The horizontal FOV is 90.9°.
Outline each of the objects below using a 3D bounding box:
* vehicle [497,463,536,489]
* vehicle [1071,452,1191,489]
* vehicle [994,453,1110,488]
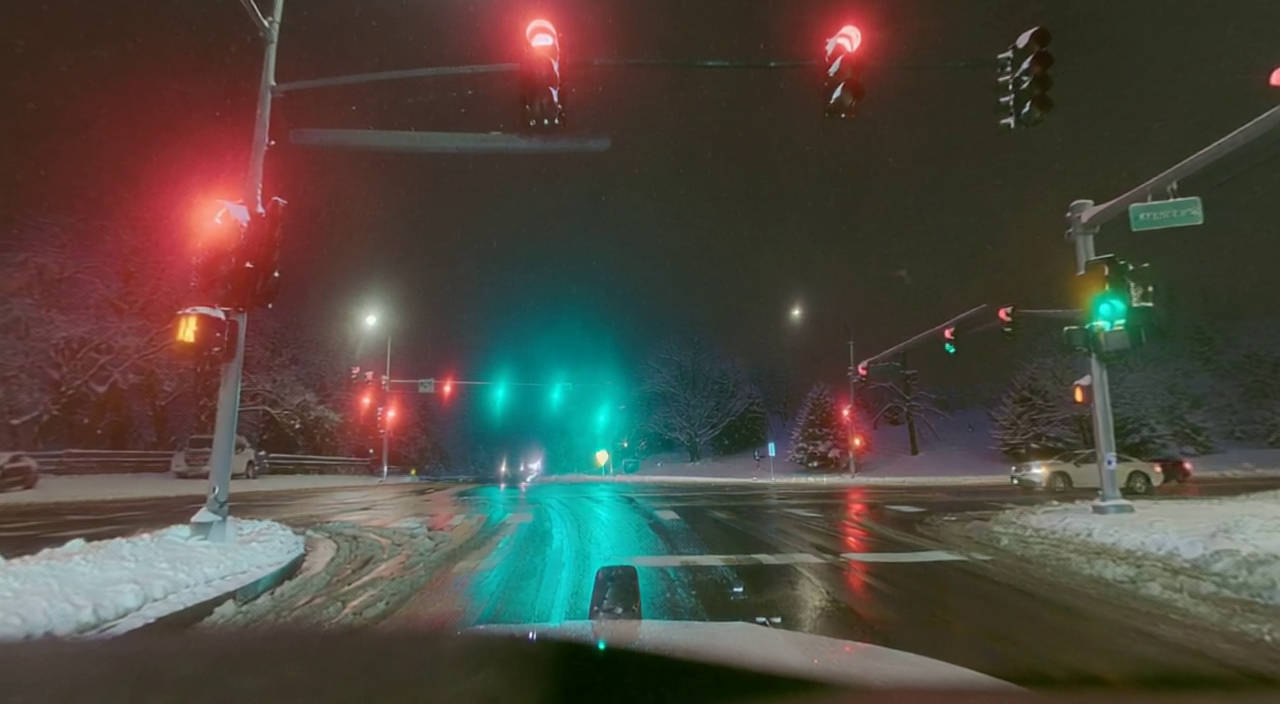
[{"bbox_3d":[-9.050,9.104,46.399,2.045,1.608,3.709,0,-8,1],"label":"vehicle"},{"bbox_3d":[22.679,5.458,29.163,3.998,1.590,1.936,1,-10,-6],"label":"vehicle"},{"bbox_3d":[21.169,6.131,32.476,4.455,1.647,2.124,1,-12,-6],"label":"vehicle"}]
